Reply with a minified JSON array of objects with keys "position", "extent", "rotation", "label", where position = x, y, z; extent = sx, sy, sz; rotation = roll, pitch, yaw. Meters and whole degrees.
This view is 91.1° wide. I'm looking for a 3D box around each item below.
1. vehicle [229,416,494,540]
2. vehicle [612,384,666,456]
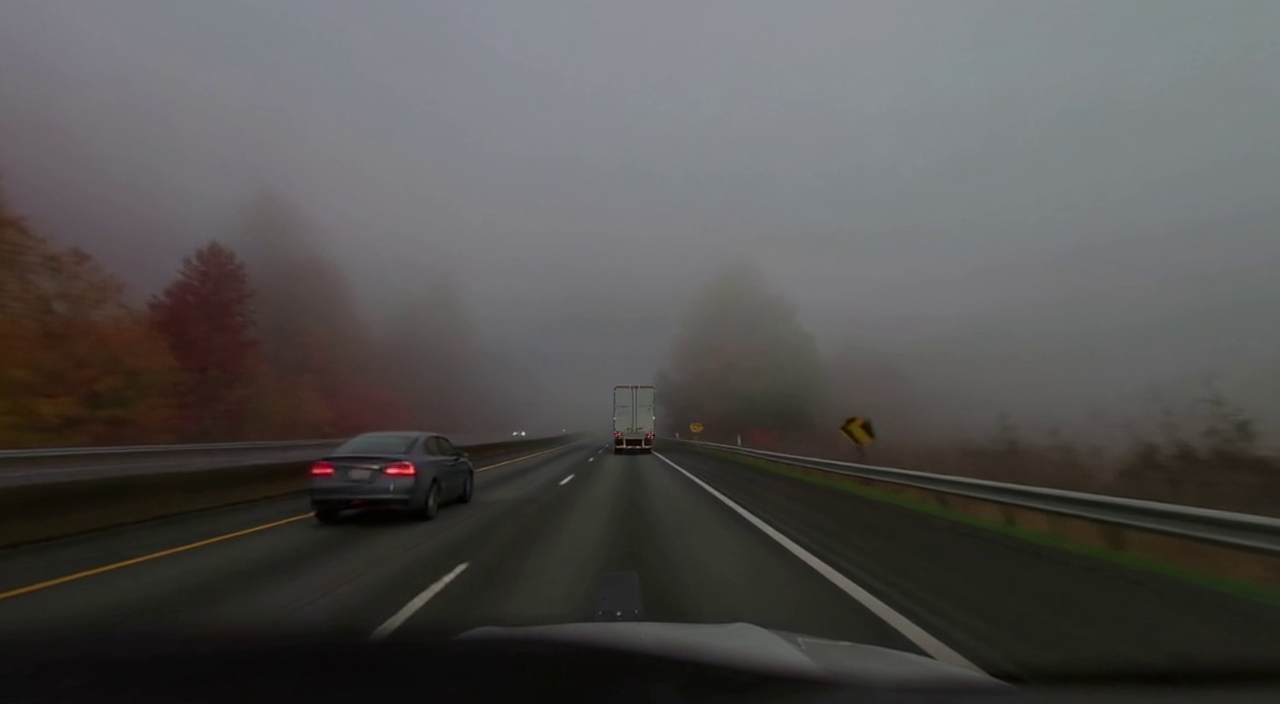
[{"position":[-3.901,1.830,9.854],"extent":[2.217,1.495,4.245],"rotation":[0,-8,0],"label":"vehicle"},{"position":[-0.278,4.583,40.945],"extent":[3.013,4.016,11.496],"rotation":[0,-8,-2],"label":"vehicle"}]
